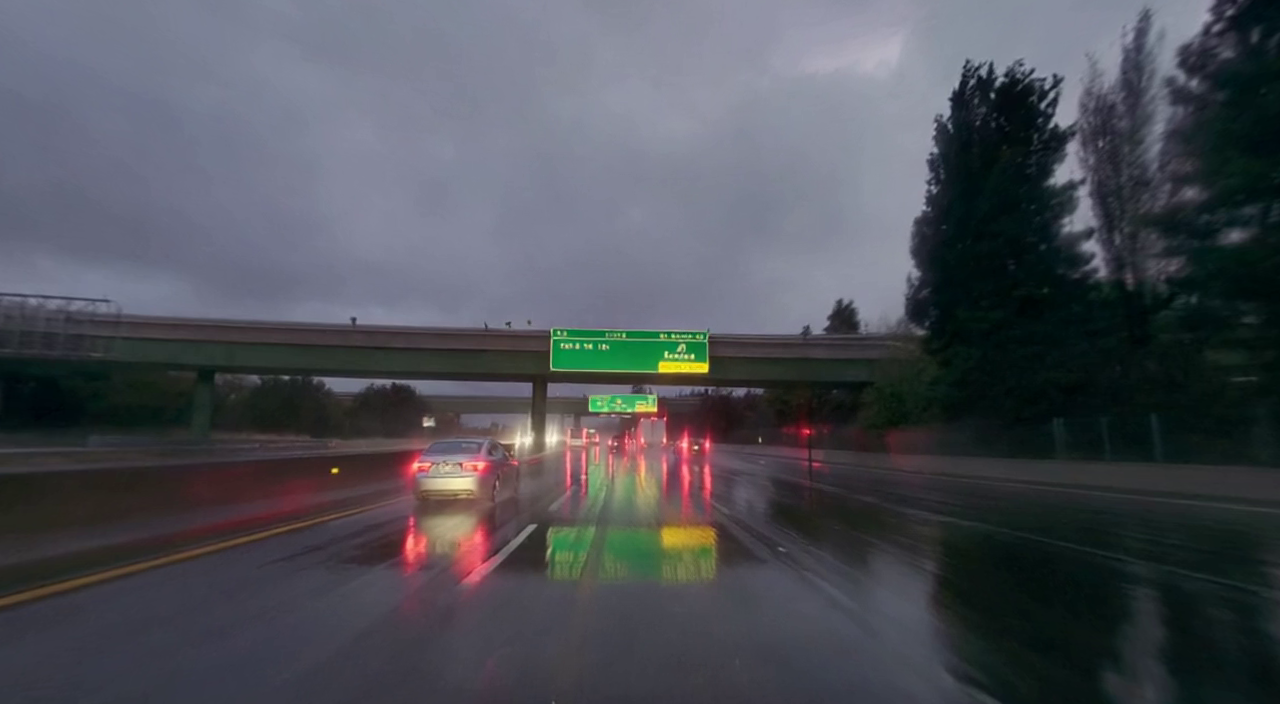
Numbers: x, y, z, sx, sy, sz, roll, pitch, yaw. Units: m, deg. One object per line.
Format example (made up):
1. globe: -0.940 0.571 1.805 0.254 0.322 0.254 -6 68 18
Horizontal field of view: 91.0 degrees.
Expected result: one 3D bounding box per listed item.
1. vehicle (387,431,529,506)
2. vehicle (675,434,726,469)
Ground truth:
1. vehicle: -4.027 2.645 14.805 2.064 1.479 4.370 0 -8 0
2. vehicle: 2.993 5.014 31.956 2.001 1.625 4.088 0 -8 -2
